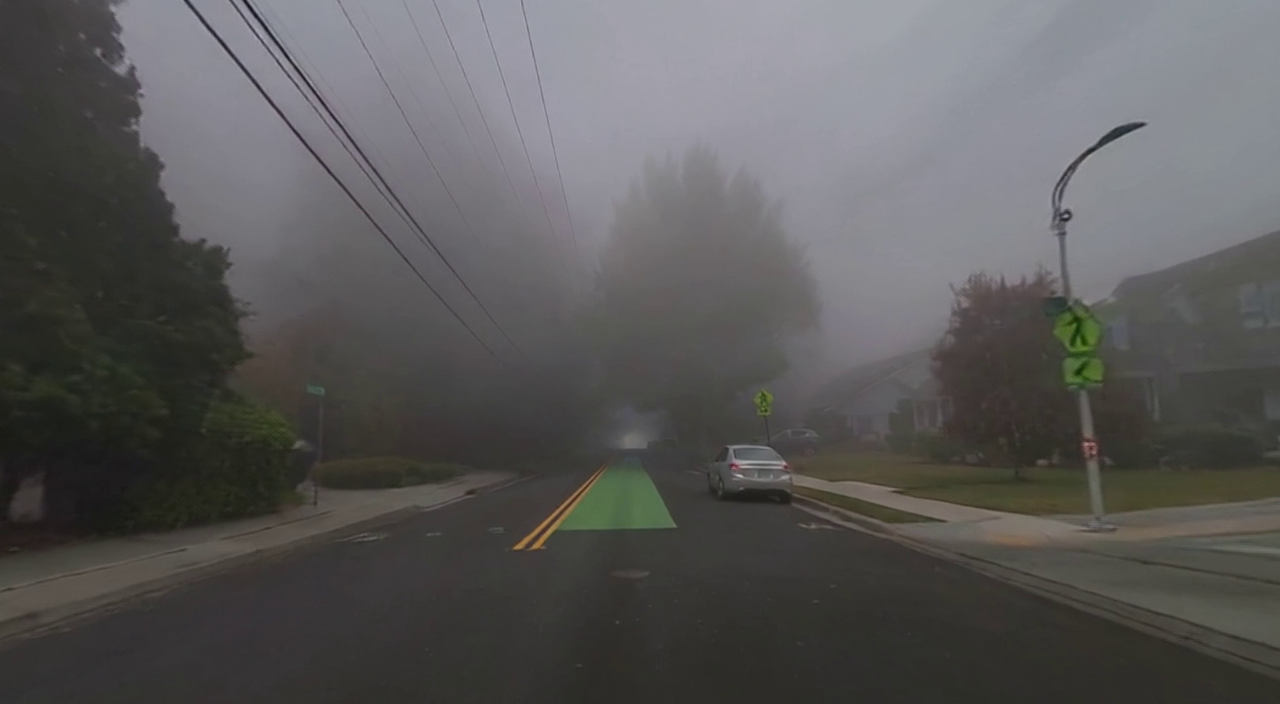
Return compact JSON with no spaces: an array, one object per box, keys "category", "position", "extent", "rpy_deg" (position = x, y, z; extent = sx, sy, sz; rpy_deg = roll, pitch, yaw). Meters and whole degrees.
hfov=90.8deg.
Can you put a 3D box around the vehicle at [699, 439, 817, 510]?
[{"category":"vehicle","position":[2.894,3.134,16.873],"extent":[1.989,1.545,5.423],"rpy_deg":[0,-8,-1]}]

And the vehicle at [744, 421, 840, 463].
[{"category":"vehicle","position":[8.896,5.273,37.148],"extent":[4.922,1.846,1.941],"rpy_deg":[-5,-8,-6]}]
